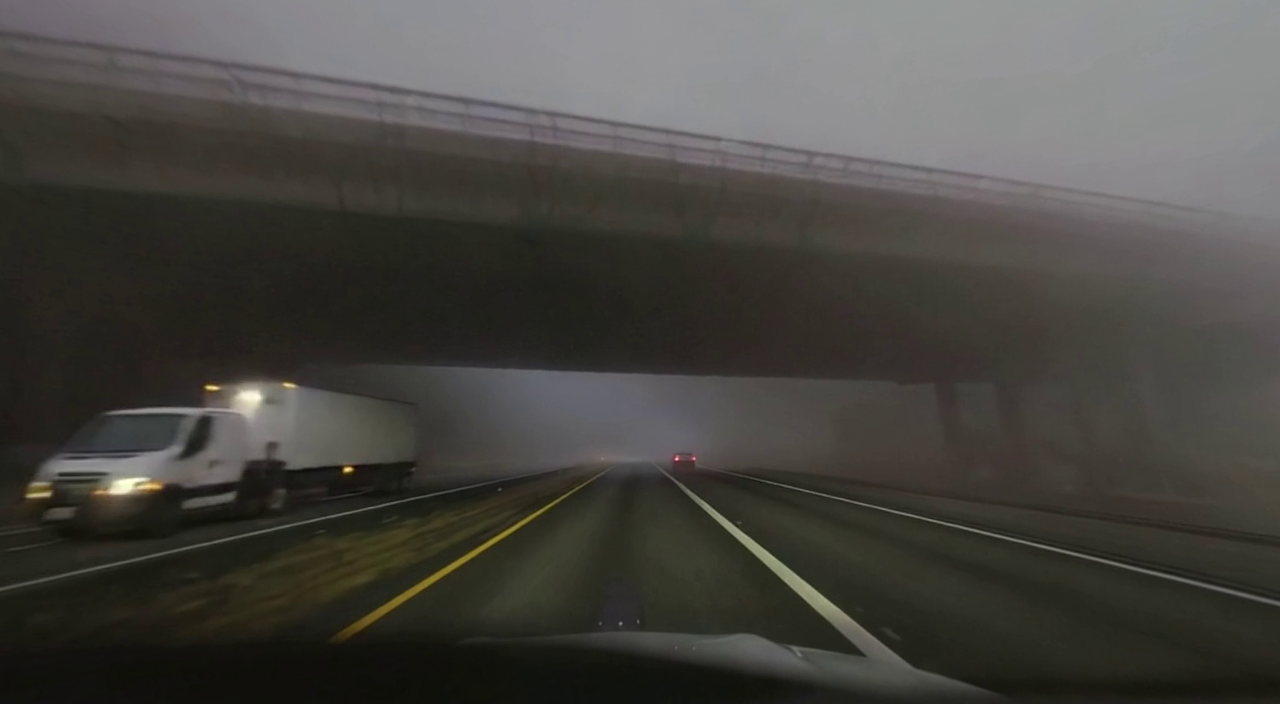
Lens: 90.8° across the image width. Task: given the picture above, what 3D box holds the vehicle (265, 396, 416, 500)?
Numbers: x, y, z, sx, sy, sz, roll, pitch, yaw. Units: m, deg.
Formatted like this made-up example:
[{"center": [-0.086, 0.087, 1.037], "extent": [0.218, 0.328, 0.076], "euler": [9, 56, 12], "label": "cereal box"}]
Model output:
[{"center": [-13.148, 4.365, 28.738], "extent": [2.848, 4.007, 7.992], "euler": [0, -9, 0], "label": "vehicle"}]

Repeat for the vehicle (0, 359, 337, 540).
[{"center": [-13.115, 2.909, 19.044], "extent": [3.038, 4.027, 9.826], "euler": [0, -9, 0], "label": "vehicle"}]
